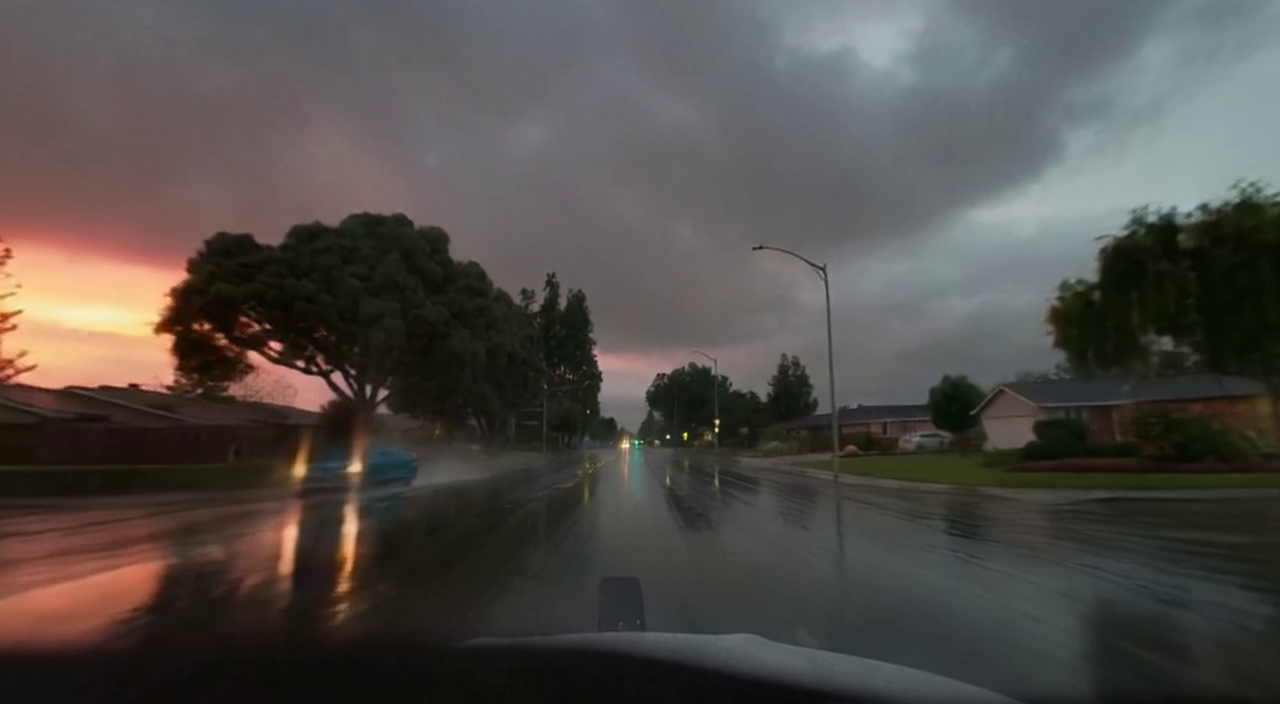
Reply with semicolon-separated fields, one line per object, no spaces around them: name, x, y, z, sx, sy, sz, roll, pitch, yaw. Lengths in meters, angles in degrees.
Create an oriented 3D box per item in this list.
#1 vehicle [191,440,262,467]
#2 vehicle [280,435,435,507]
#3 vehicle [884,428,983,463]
vehicle;-28.245;6.900;43.087;4.542;1.700;2.201;-5;-10;31
vehicle;-7.318;3.111;17.016;2.130;1.635;4.505;0;-8;-1
vehicle;21.312;6.802;46.011;6.048;2.416;2.158;0;-8;1
